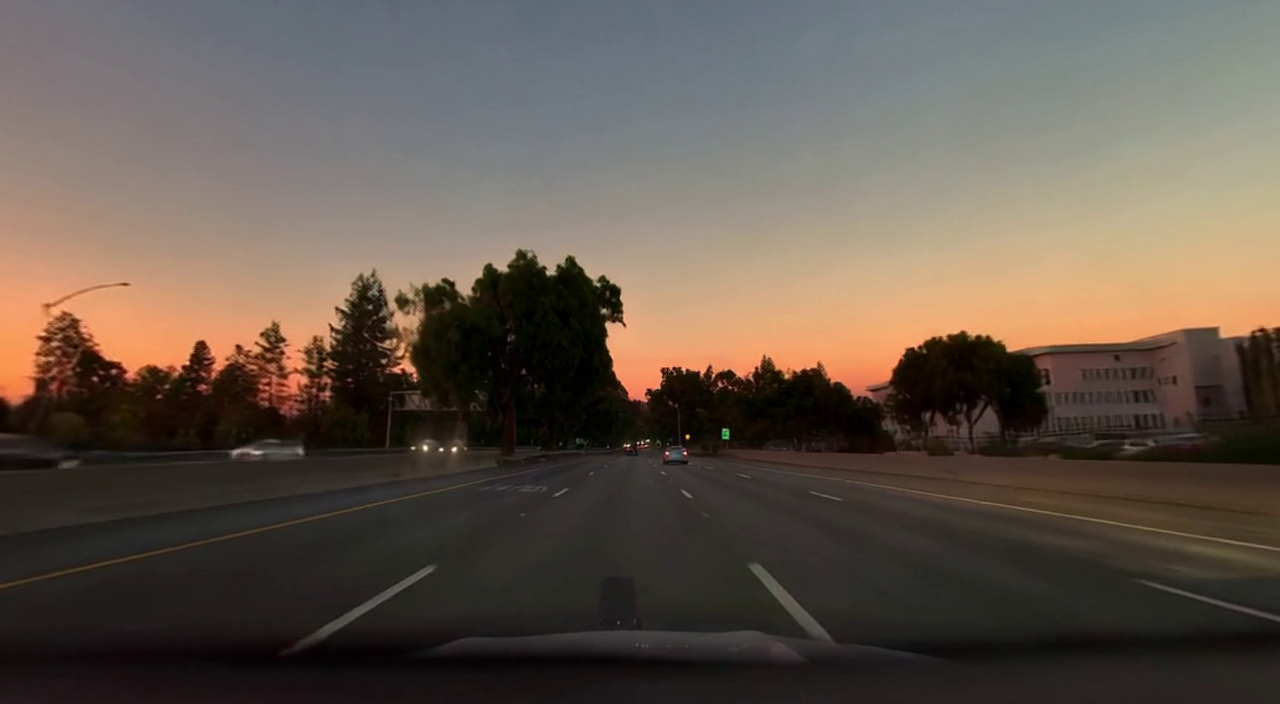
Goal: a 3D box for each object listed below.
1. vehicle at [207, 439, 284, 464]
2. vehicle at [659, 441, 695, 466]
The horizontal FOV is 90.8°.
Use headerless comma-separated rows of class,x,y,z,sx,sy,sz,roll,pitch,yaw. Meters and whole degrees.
vehicle,-25.363,6.408,40.852,1.902,1.514,4.866,0,-9,0
vehicle,2.580,7.223,45.176,2.127,1.692,4.382,0,-9,-2
